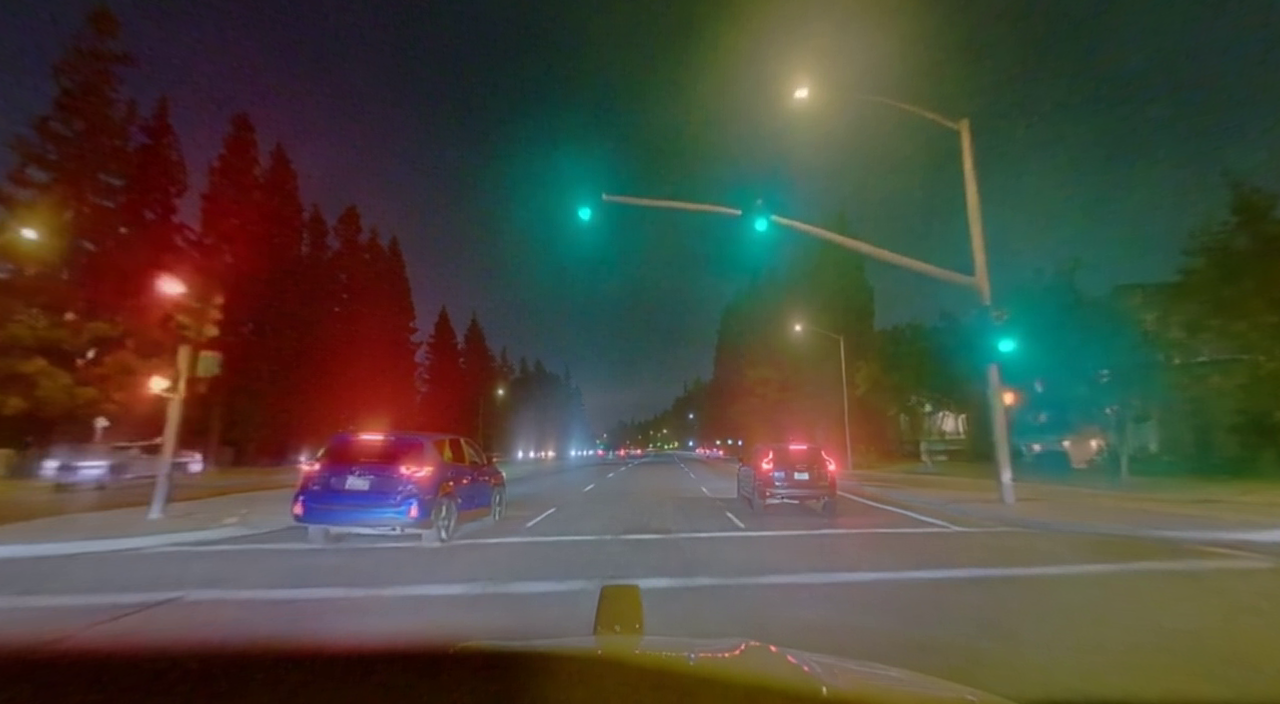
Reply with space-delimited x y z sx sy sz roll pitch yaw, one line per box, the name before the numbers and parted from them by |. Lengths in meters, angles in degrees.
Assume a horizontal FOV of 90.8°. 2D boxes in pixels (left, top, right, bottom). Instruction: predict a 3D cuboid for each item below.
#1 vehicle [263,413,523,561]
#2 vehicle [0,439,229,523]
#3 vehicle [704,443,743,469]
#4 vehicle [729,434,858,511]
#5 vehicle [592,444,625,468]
vehicle | -3.290 1.901 9.682 2.045 1.688 4.632 0 -8 1
vehicle | -11.741 2.746 14.191 2.006 1.492 4.672 -2 -8 -2
vehicle | 5.656 7.125 43.403 2.169 1.669 4.037 0 -8 1
vehicle | 3.685 2.959 16.087 2.132 1.659 4.387 0 -8 -1
vehicle | -2.148 7.240 44.354 1.988 1.569 4.202 0 -8 2
